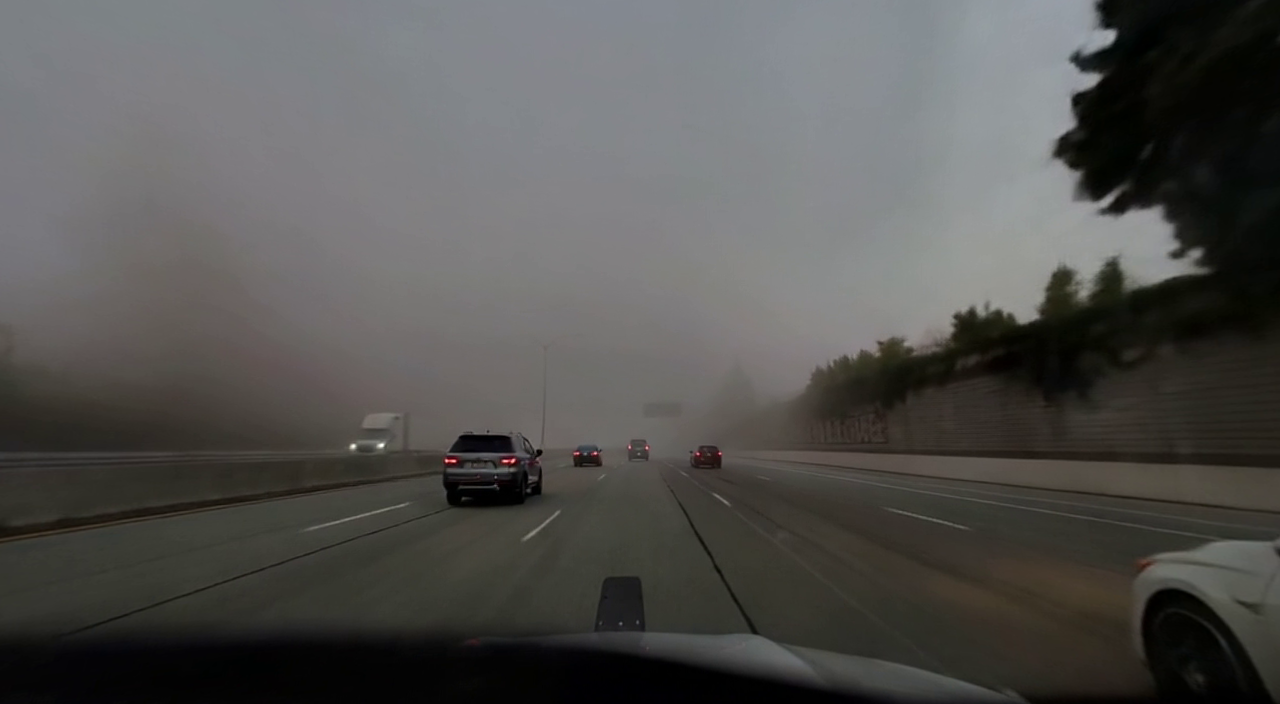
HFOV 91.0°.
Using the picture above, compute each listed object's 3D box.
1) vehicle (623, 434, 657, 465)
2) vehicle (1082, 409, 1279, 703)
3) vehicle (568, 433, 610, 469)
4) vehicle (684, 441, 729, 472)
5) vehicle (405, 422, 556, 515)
[{"bbox_3d":[0.043,7.583,48.977,2.485,2.215,5.199,0,-9,0],"label":"vehicle"},{"bbox_3d":[3.501,0.834,1.234,1.916,1.566,4.611,0,-9,0],"label":"vehicle"},{"bbox_3d":[-3.315,6.522,41.716,2.378,2.214,4.352,0,-9,0],"label":"vehicle"},{"bbox_3d":[3.969,6.311,38.325,2.224,1.752,4.487,0,-9,0],"label":"vehicle"},{"bbox_3d":[-3.532,2.719,15.296,2.184,1.819,5.441,0,-9,1],"label":"vehicle"}]
